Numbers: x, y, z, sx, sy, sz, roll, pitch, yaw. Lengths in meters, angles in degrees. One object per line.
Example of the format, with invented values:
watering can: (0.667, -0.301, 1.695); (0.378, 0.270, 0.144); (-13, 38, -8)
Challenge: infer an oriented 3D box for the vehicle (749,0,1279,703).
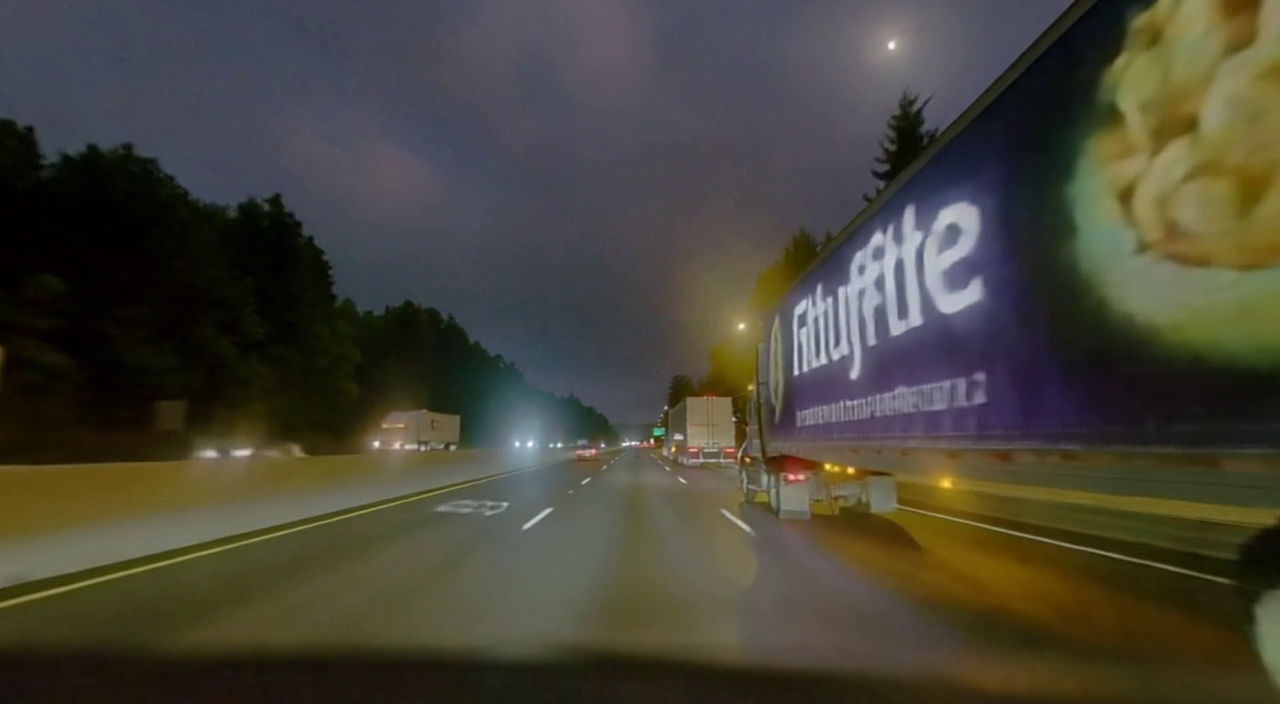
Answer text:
vehicle: (3.732, -0.006, 4.989); (3.116, 3.992, 13.748); (0, -8, -1)

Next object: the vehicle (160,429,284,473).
vehicle: (-16.342, 3.893, 24.933); (1.940, 1.566, 4.323); (0, -8, 0)

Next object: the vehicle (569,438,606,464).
vehicle: (-3.521, 6.734, 42.844); (2.206, 1.644, 4.027); (0, -8, 0)

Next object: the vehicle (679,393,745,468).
vehicle: (4.200, 5.002, 38.871); (3.085, 4.062, 8.965); (0, -10, 1)
